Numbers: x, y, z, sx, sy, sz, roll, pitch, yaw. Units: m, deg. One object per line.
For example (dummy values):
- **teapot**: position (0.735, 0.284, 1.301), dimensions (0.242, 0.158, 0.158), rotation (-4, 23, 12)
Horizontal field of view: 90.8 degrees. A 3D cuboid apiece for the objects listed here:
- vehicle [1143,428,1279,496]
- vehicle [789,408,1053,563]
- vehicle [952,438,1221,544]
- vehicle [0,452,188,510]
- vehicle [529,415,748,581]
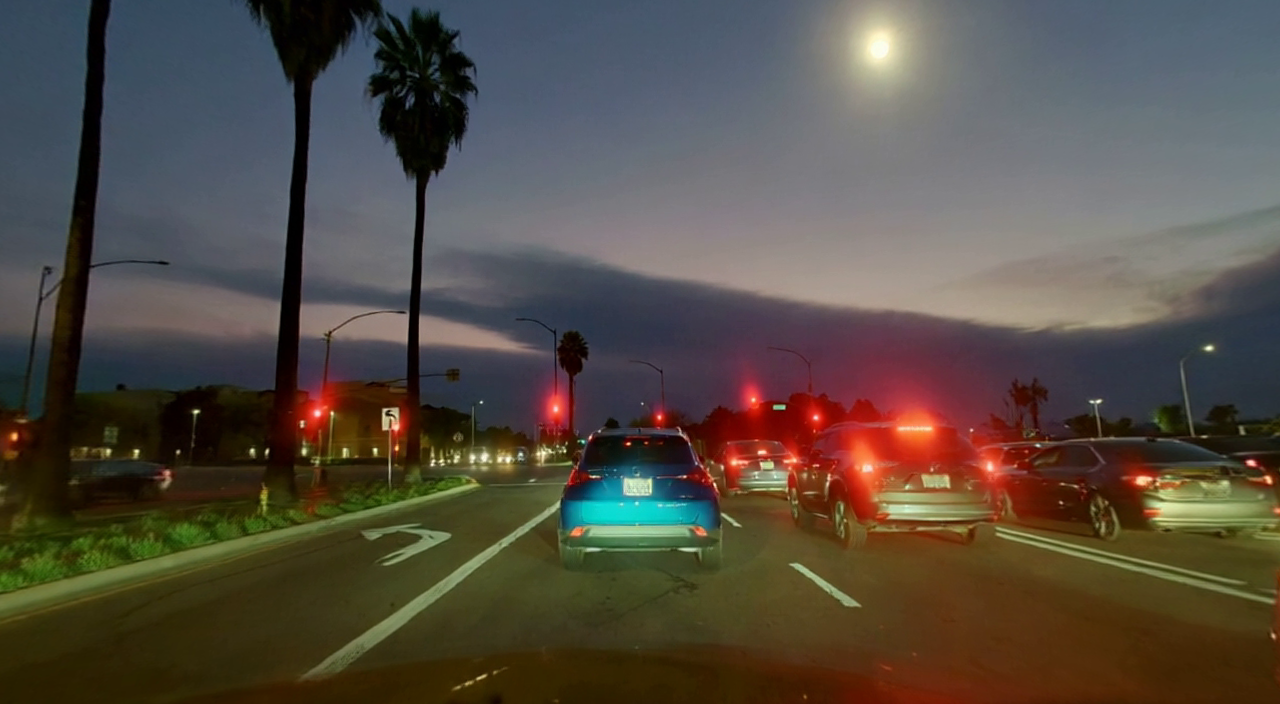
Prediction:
- **vehicle**: position (18.061, 3.200, 18.484), dimensions (4.786, 1.848, 2.107), rotation (0, -9, -1)
- **vehicle**: position (3.663, 1.820, 9.249), dimensions (1.947, 1.725, 4.159), rotation (0, -9, 0)
- **vehicle**: position (7.370, 2.291, 11.055), dimensions (1.832, 1.477, 3.981), rotation (0, -9, 2)
- **vehicle**: position (-15.997, 3.708, 18.679), dimensions (2.021, 1.464, 4.505), rotation (0, -9, -2)
- **vehicle**: position (-0.020, 1.708, 8.120), dimensions (2.083, 1.572, 4.021), rotation (0, -9, 0)
